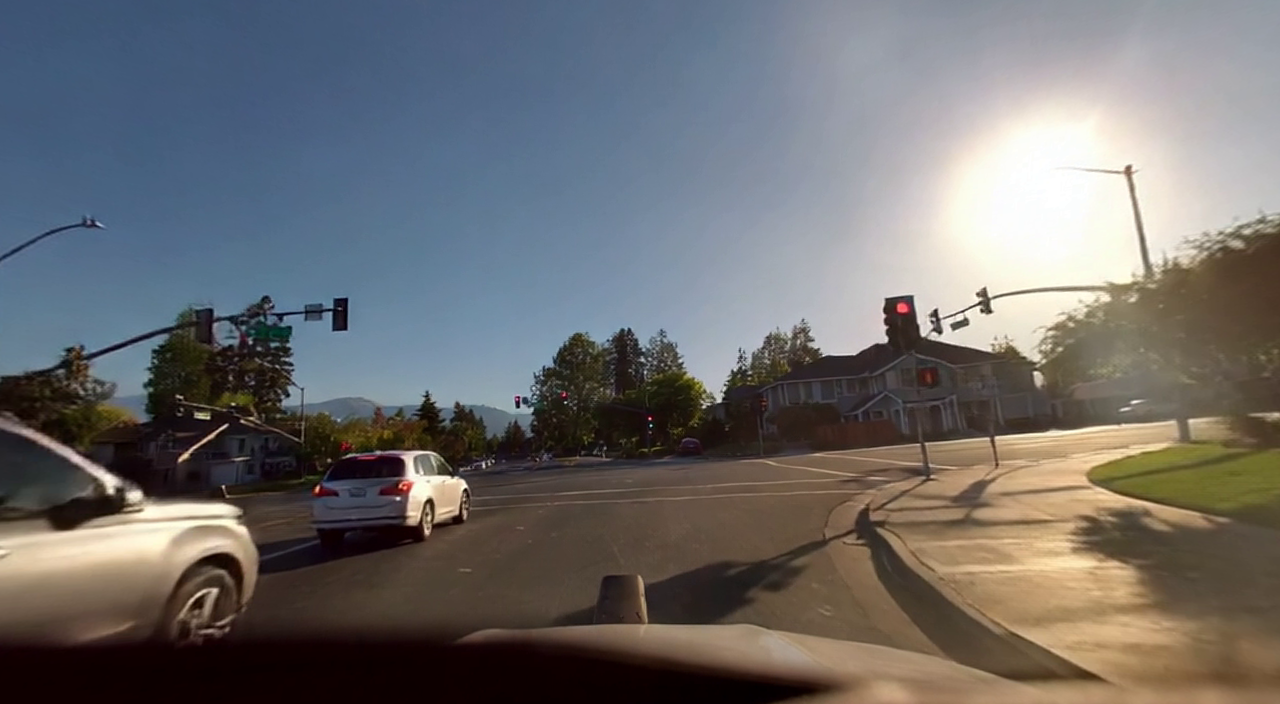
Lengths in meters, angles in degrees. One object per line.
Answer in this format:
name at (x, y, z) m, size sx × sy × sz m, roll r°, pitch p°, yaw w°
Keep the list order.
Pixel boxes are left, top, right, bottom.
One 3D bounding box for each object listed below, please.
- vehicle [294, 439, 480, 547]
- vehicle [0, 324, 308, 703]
vehicle at (-4.170, 2.344, 11.143) m, size 1.777 × 1.537 × 3.831 m, roll 0°, pitch -9°, yaw -2°
vehicle at (-3.512, 0.810, 2.377) m, size 2.041 × 1.834 × 4.679 m, roll 0°, pitch -9°, yaw -1°
